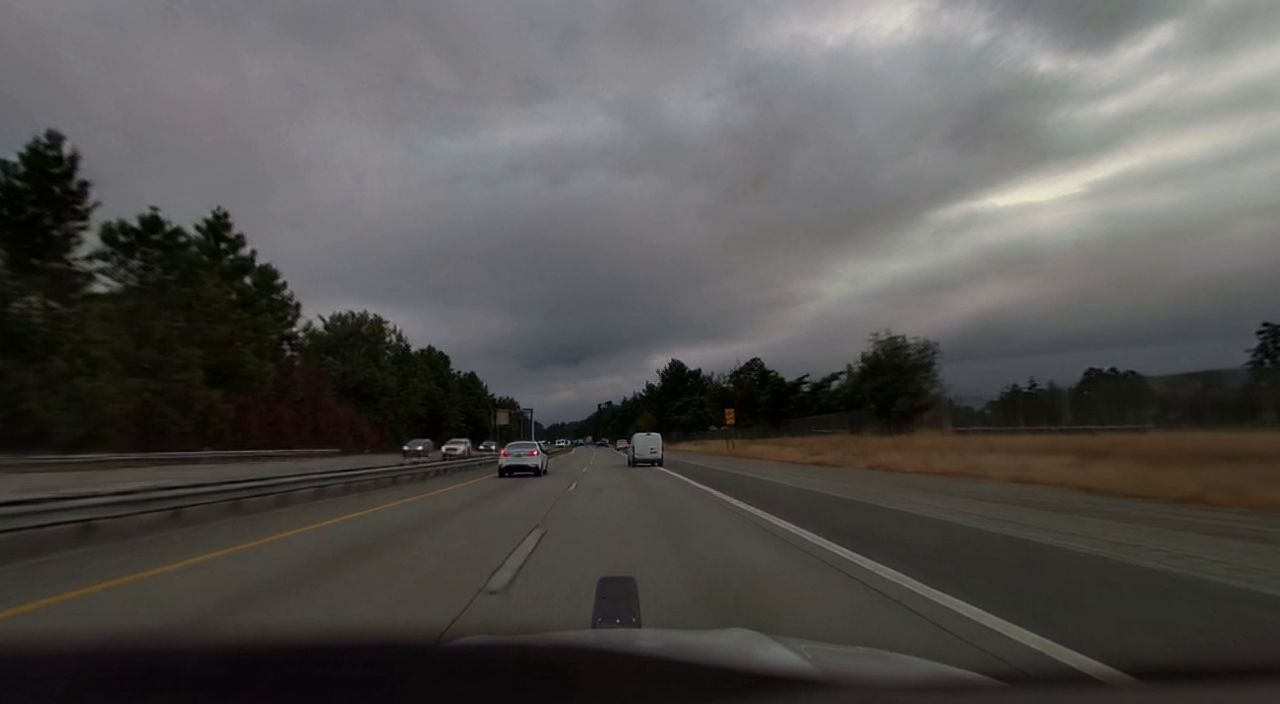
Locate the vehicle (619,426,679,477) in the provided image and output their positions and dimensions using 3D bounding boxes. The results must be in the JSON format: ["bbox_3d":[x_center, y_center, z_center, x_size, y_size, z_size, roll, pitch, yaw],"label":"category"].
[{"bbox_3d":[0.267,4.173,26.378,2.179,1.930,4.538,0,-9,-3],"label":"vehicle"}]

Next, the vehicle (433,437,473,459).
[{"bbox_3d":[-14.688,7.593,49.499,1.915,1.638,4.443,0,-9,-2],"label":"vehicle"}]

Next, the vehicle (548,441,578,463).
[{"bbox_3d":[-5.533,7.261,45.422,1.809,1.510,4.235,0,-9,-2],"label":"vehicle"}]

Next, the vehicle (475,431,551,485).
[{"bbox_3d":[-4.422,3.759,22.444,1.963,1.711,4.284,0,-9,-2],"label":"vehicle"}]
